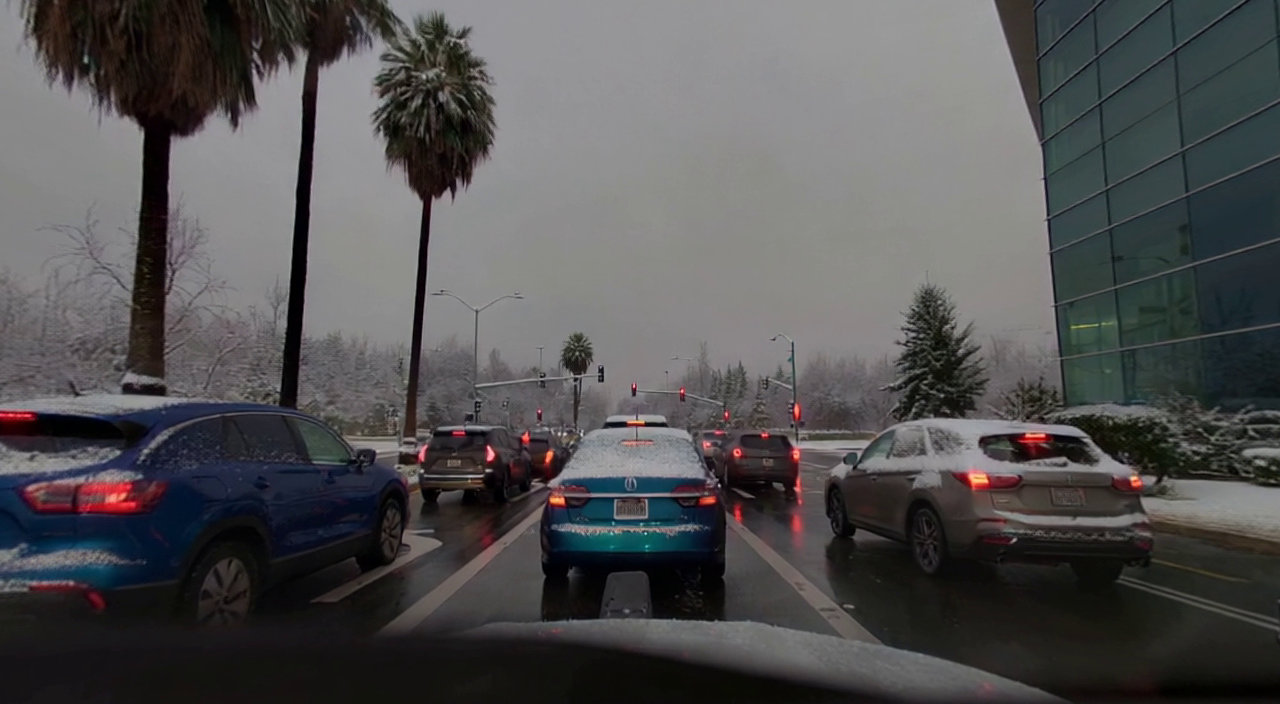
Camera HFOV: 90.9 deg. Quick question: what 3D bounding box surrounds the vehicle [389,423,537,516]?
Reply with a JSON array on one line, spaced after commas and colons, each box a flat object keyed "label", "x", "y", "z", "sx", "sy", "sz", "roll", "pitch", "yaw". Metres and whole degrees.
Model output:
[{"label": "vehicle", "x": -3.459, "y": 2.369, "z": 13.119, "sx": 1.917, "sy": 1.631, "sz": 3.768, "roll": 0, "pitch": -8, "yaw": 1}]

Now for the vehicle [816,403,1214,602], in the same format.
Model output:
[{"label": "vehicle", "x": 3.844, "y": 1.617, "z": 7.677, "sx": 2.064, "sy": 1.696, "sz": 4.431, "roll": 0, "pitch": -8, "yaw": 0}]

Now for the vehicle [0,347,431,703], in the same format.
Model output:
[{"label": "vehicle", "x": -3.535, "y": 1.172, "z": 5.372, "sx": 2.014, "sy": 1.775, "sz": 4.404, "roll": 0, "pitch": -8, "yaw": -1}]

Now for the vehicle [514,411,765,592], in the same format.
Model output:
[{"label": "vehicle", "x": -0.045, "y": 1.650, "z": 7.824, "sx": 2.219, "sy": 1.586, "sz": 4.321, "roll": 0, "pitch": -8, "yaw": -1}]

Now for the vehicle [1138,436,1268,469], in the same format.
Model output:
[{"label": "vehicle", "x": 25.492, "y": 4.543, "z": 28.638, "sx": 4.014, "sy": 1.417, "sz": 1.777, "roll": -1, "pitch": -8, "yaw": 5}]
